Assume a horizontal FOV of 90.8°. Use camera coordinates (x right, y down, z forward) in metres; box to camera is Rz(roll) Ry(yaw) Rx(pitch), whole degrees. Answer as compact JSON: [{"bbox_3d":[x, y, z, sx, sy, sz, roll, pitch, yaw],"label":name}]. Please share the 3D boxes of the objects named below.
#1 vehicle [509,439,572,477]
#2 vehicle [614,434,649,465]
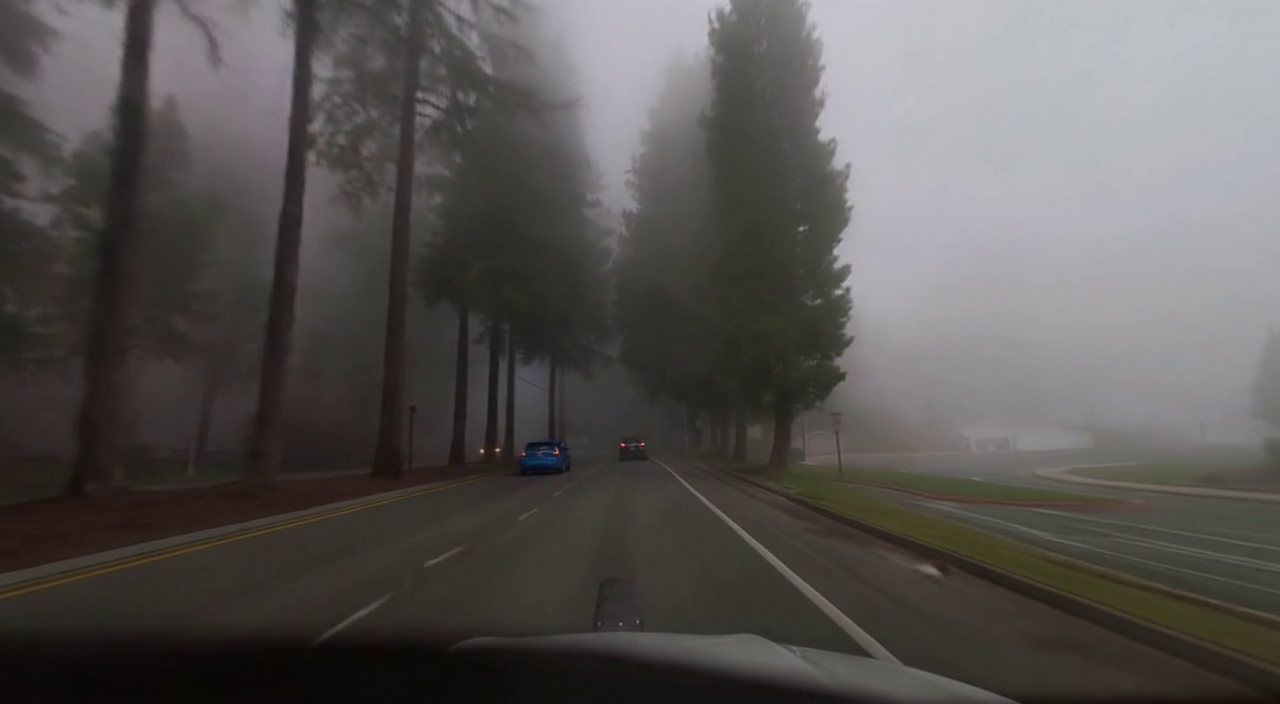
[{"bbox_3d":[-4.063,4.373,26.407,1.917,1.448,4.178,0,-8,1],"label":"vehicle"},{"bbox_3d":[-0.487,5.884,38.360,2.018,1.769,3.897,0,-8,-1],"label":"vehicle"}]
